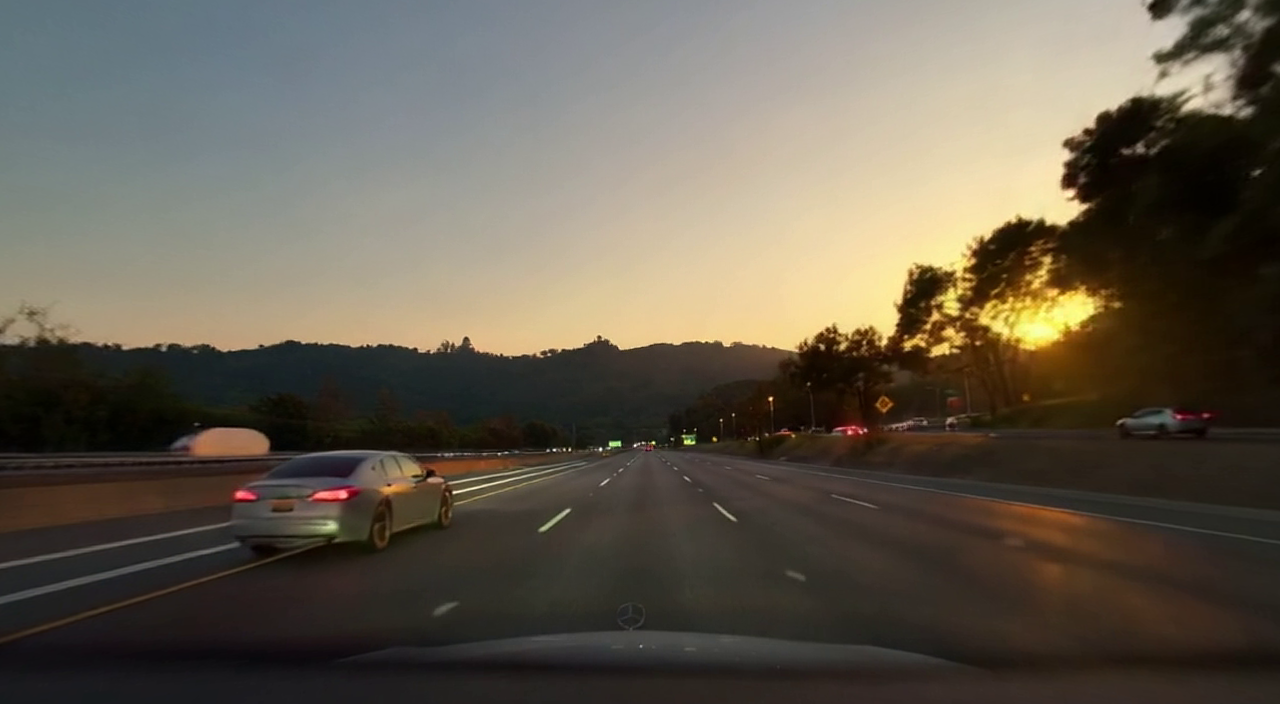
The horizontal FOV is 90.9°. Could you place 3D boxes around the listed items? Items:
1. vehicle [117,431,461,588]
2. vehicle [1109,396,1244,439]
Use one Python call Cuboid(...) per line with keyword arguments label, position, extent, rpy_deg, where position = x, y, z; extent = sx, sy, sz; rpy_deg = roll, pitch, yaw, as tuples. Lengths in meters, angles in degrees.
Cuboid(label="vehicle", position=(-4.105, 1.884, 8.470), extent=(2.021, 1.526, 4.385), rpy_deg=(0, -8, 1))
Cuboid(label="vehicle", position=(23.881, 3.011, 28.329), extent=(2.235, 1.713, 4.397), rpy_deg=(0, -8, 2))
